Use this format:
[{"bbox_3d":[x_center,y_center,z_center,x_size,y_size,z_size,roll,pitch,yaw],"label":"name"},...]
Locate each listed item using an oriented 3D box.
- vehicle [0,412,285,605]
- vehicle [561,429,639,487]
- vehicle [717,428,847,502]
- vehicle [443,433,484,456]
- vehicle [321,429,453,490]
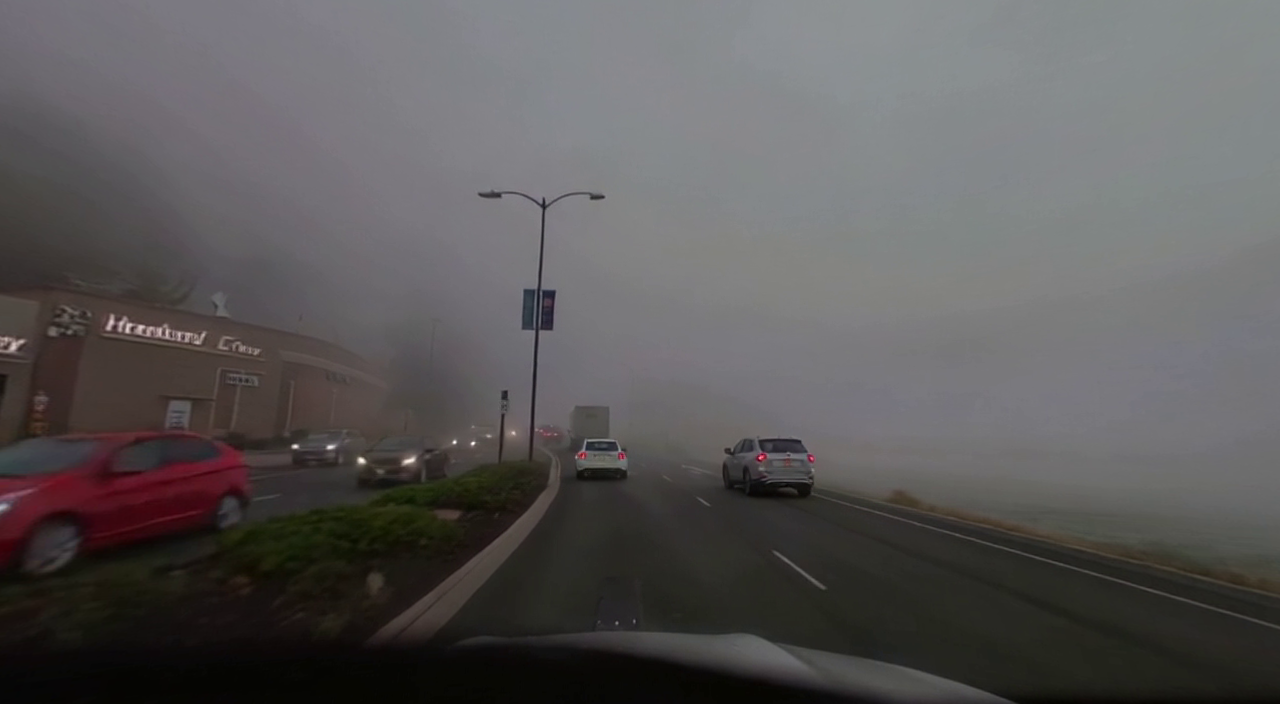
[{"bbox_3d":[-6.187,1.527,7.098,2.007,1.532,4.266,0,-8,-2],"label":"vehicle"},{"bbox_3d":[-1.179,2.972,17.964,1.991,1.472,3.518,1,-8,-6],"label":"vehicle"},{"bbox_3d":[3.147,2.584,14.875,1.889,1.480,3.876,1,-8,-5],"label":"vehicle"},{"bbox_3d":[-12.308,6.463,44.131,1.993,1.482,4.420,1,-8,-5],"label":"vehicle"},{"bbox_3d":[-6.938,2.974,17.927,1.984,1.486,4.708,1,-8,-3],"label":"vehicle"}]
